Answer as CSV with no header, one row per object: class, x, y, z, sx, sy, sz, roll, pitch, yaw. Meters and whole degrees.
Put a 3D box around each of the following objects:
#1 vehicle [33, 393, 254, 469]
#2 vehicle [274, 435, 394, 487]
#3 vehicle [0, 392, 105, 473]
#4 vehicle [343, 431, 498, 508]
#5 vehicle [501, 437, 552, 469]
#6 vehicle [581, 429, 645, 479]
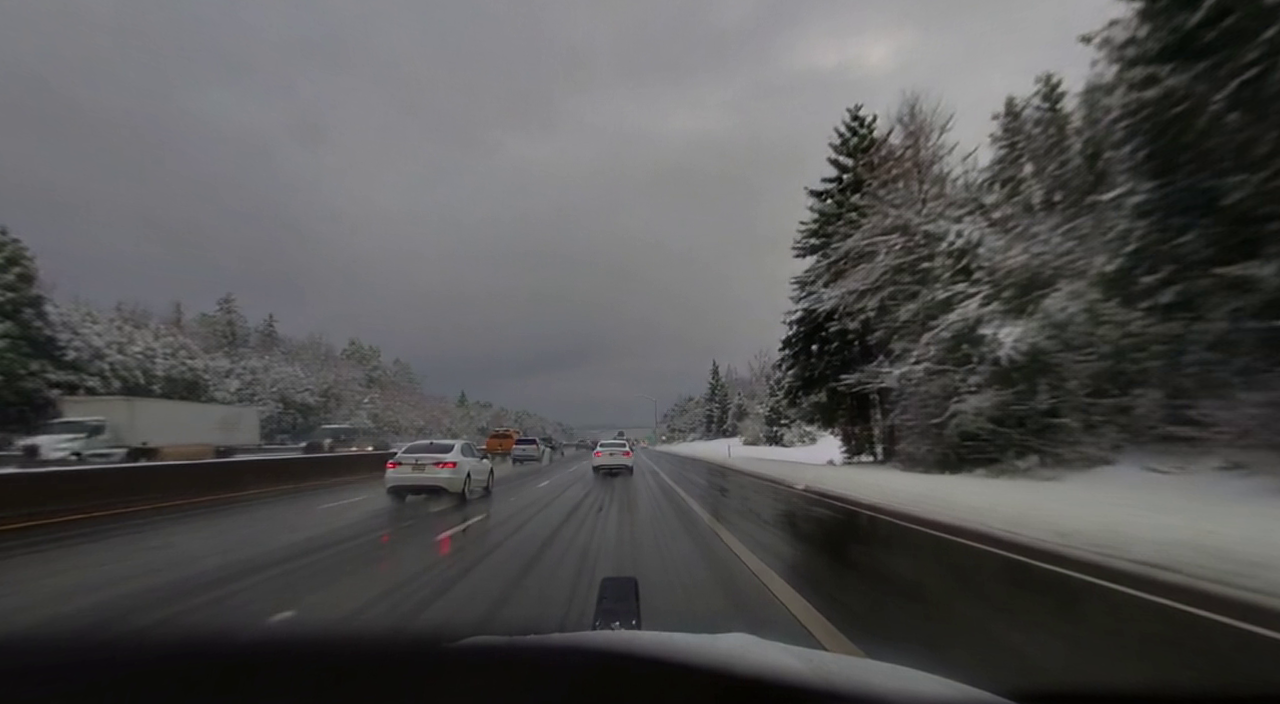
vehicle,-30.333,5.063,39.949,3.235,3.981,13.558,0,-8,-1
vehicle,-9.419,3.349,19.746,1.850,1.439,3.932,0,-8,-1
vehicle,-30.078,4.074,31.902,2.981,3.860,2.886,0,-8,-2
vehicle,-4.713,2.553,14.297,1.971,1.464,4.386,0,-8,0
vehicle,-5.461,4.870,30.645,1.835,1.432,3.835,0,-8,-1
vehicle,-0.978,3.707,23.239,2.178,1.658,3.916,0,-8,-2
